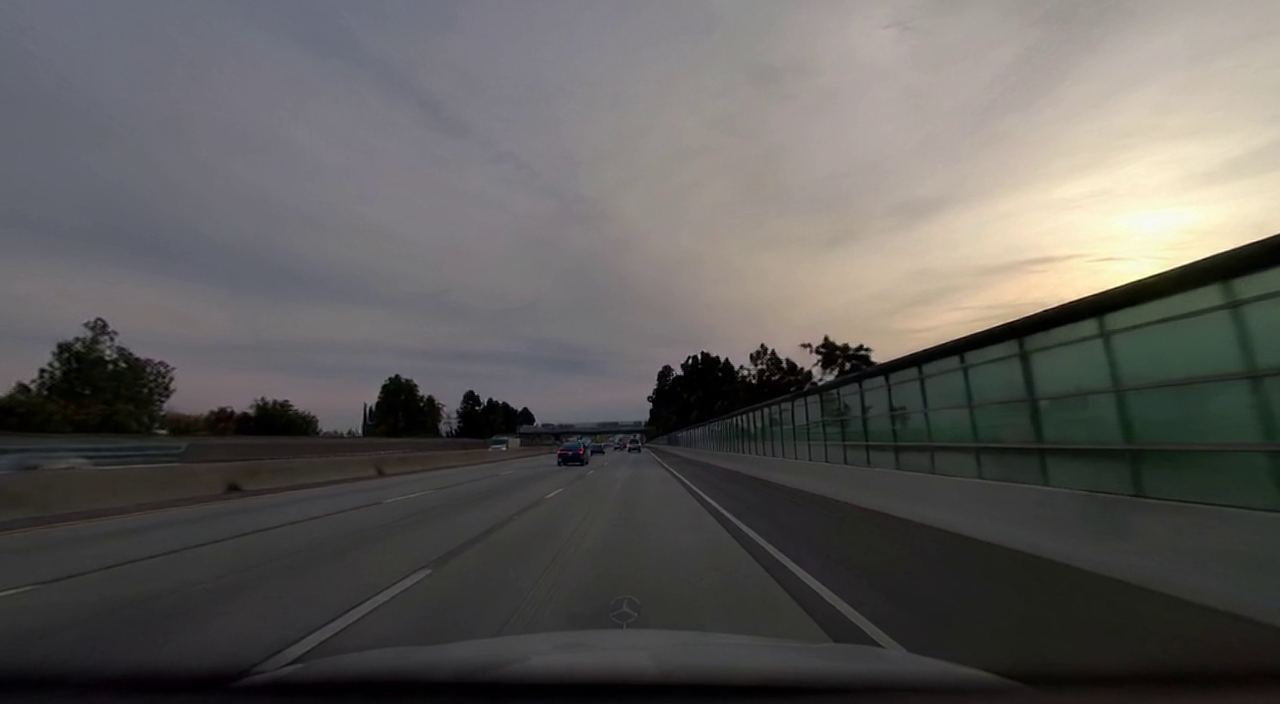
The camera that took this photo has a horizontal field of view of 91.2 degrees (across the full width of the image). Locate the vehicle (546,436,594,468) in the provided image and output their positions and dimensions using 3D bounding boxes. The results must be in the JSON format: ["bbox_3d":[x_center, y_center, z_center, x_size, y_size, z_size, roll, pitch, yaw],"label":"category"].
[{"bbox_3d":[-3.614,5.286,33.250,2.059,1.541,4.296,0,-8,-1],"label":"vehicle"}]
